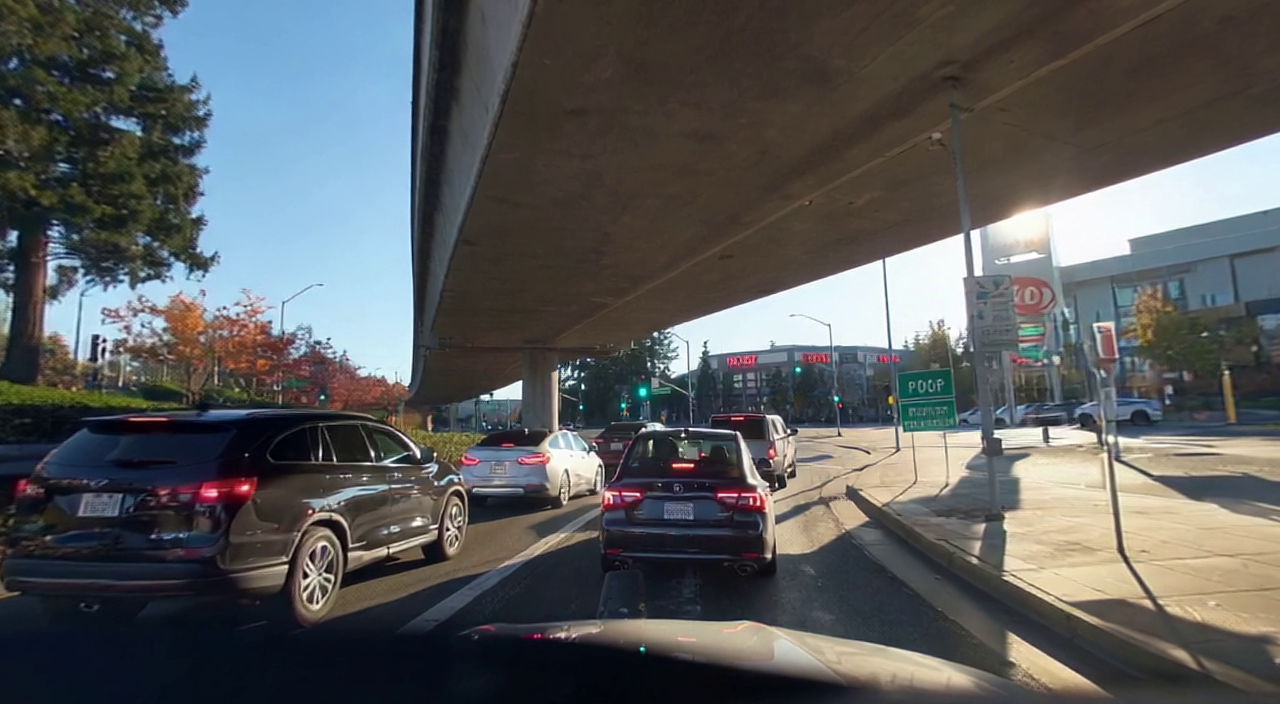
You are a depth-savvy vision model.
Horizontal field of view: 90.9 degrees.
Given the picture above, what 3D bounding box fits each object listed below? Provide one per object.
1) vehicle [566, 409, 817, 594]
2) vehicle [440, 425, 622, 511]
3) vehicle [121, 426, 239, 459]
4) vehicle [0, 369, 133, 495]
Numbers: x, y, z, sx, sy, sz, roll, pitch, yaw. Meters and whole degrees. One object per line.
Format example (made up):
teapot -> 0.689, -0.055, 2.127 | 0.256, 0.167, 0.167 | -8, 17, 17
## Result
vehicle -> 0.760, 1.624, 7.767 | 2.195, 1.571, 4.353 | -2, -8, 9
vehicle -> -2.086, 2.453, 13.834 | 2.214, 1.519, 4.704 | -2, -9, 13
vehicle -> -28.994, 5.738, 39.952 | 5.457, 2.021, 2.213 | 2, -9, -13
vehicle -> -24.317, 2.770, 19.603 | 13.064, 3.755, 3.269 | -1, -8, -13
